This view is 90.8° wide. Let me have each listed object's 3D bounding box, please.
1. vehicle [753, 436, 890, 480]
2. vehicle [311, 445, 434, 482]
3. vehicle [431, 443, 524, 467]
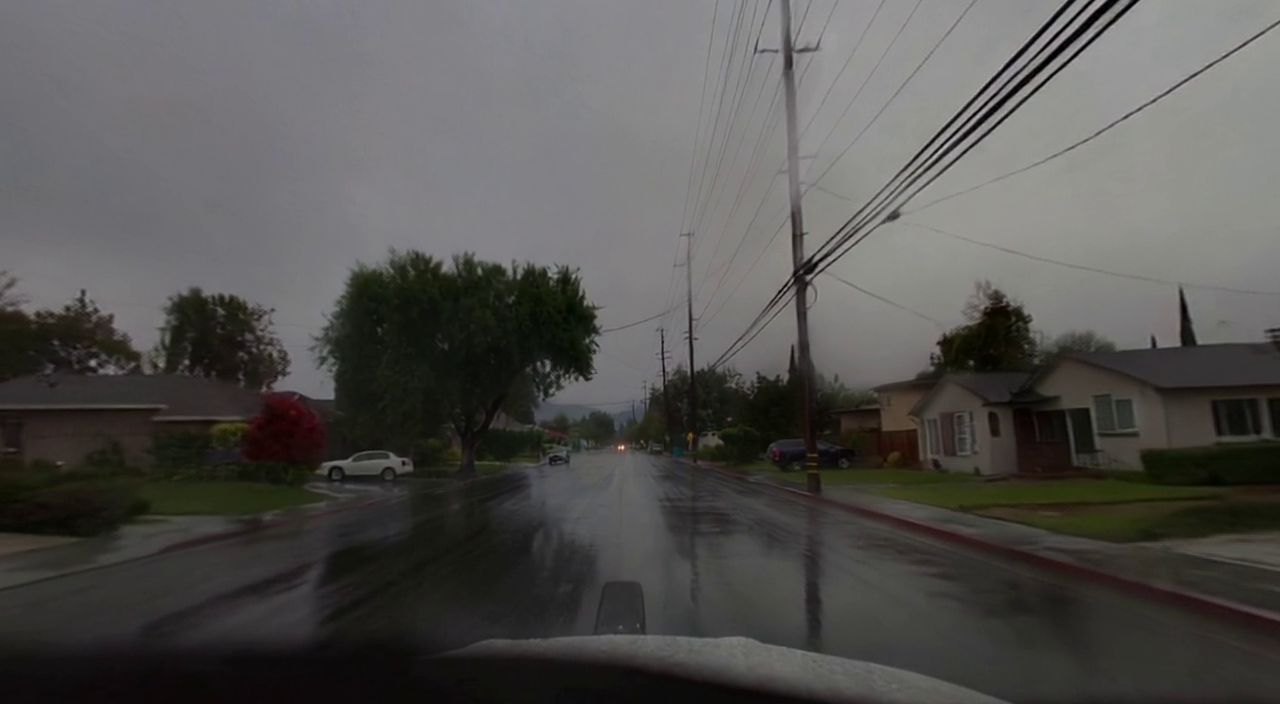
[{"bbox_3d":[8.720,5.132,30.863,5.890,1.896,2.459,-1,-8,-1],"label":"vehicle"},{"bbox_3d":[-11.401,4.778,27.191,4.371,1.482,1.954,0,-9,-3],"label":"vehicle"},{"bbox_3d":[-12.603,8.045,49.417,6.619,1.759,2.632,0,-8,-2],"label":"vehicle"}]
